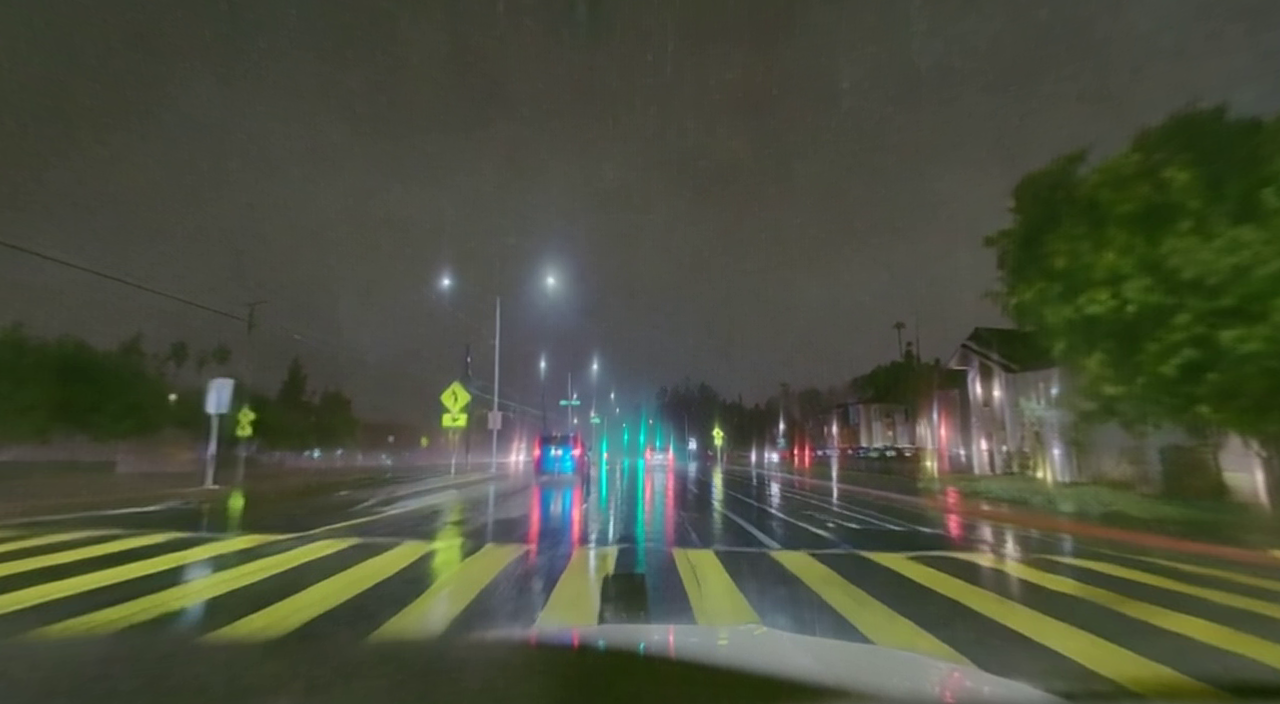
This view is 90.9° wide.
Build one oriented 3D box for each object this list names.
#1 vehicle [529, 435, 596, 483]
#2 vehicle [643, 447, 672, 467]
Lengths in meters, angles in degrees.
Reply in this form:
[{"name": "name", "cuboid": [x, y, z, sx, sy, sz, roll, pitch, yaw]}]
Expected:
[{"name": "vehicle", "cuboid": [-3.128, 4.409, 26.331, 2.150, 1.812, 4.423, 0, -9, 1]}, {"name": "vehicle", "cuboid": [1.308, 7.946, 47.821, 2.075, 1.480, 3.920, 0, -9, 0]}]
